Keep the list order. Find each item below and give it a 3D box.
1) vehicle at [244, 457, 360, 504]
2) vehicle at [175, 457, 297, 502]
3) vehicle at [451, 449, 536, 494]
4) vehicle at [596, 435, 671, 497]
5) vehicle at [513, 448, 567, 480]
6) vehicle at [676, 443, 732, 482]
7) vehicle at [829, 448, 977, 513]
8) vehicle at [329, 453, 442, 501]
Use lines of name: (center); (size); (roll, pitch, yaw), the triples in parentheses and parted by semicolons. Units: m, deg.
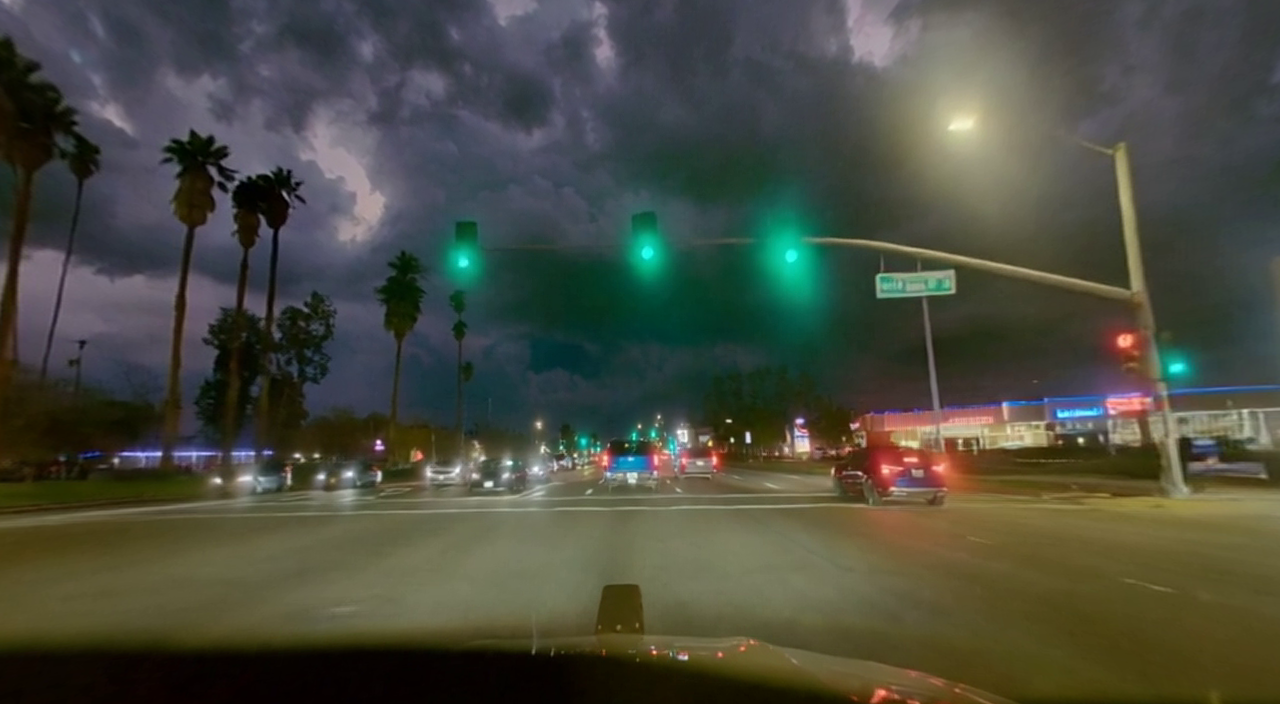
vehicle: (-11.921, 4.517, 22.624); (1.850, 1.414, 4.184); (0, -9, 0)
vehicle: (-15.355, 4.839, 24.330); (2.048, 1.494, 4.069); (0, -9, -2)
vehicle: (-5.221, 4.307, 23.147); (2.030, 1.441, 4.324); (0, -9, 1)
vehicle: (-0.228, 3.618, 20.408); (2.151, 1.787, 4.109); (0, -9, -1)
vehicle: (-5.073, 5.739, 32.637); (2.036, 1.541, 4.107); (-1, -9, 2)
vehicle: (2.957, 5.228, 30.180); (2.112, 1.710, 4.234); (0, -9, -2)
vehicle: (6.705, 3.296, 16.737); (1.944, 1.447, 4.309); (0, -9, -2)
vehicle: (-8.604, 4.224, 21.811); (2.061, 1.415, 4.289); (0, -9, 1)
